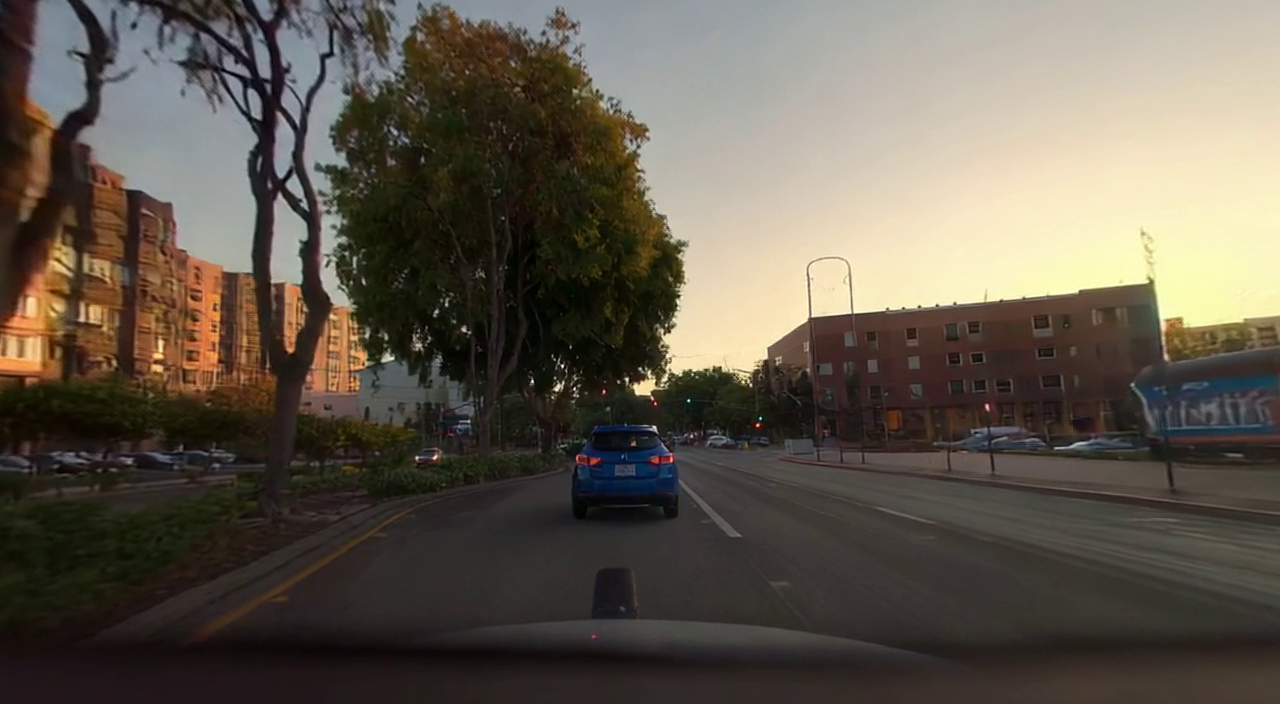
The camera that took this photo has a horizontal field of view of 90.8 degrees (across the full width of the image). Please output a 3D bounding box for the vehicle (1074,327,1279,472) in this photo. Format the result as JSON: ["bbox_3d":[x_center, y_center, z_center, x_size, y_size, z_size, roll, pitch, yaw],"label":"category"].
[{"bbox_3d":[18.591,1.816,20.270,3.269,3.755,8.862,0,-9,3],"label":"vehicle"}]

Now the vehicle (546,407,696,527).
[{"bbox_3d":[-0.295,2.080,11.845,2.277,1.816,4.192,0,-9,0],"label":"vehicle"}]

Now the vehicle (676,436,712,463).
[{"bbox_3d":[3.303,6.101,39.647,1.929,1.590,4.287,0,-9,1],"label":"vehicle"}]

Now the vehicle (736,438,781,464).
[{"bbox_3d":[6.798,5.738,36.662,1.777,1.443,3.942,0,-9,-1],"label":"vehicle"}]

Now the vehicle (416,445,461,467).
[{"bbox_3d":[-15.643,8.100,49.325,1.834,1.622,4.569,0,-9,2],"label":"vehicle"}]
